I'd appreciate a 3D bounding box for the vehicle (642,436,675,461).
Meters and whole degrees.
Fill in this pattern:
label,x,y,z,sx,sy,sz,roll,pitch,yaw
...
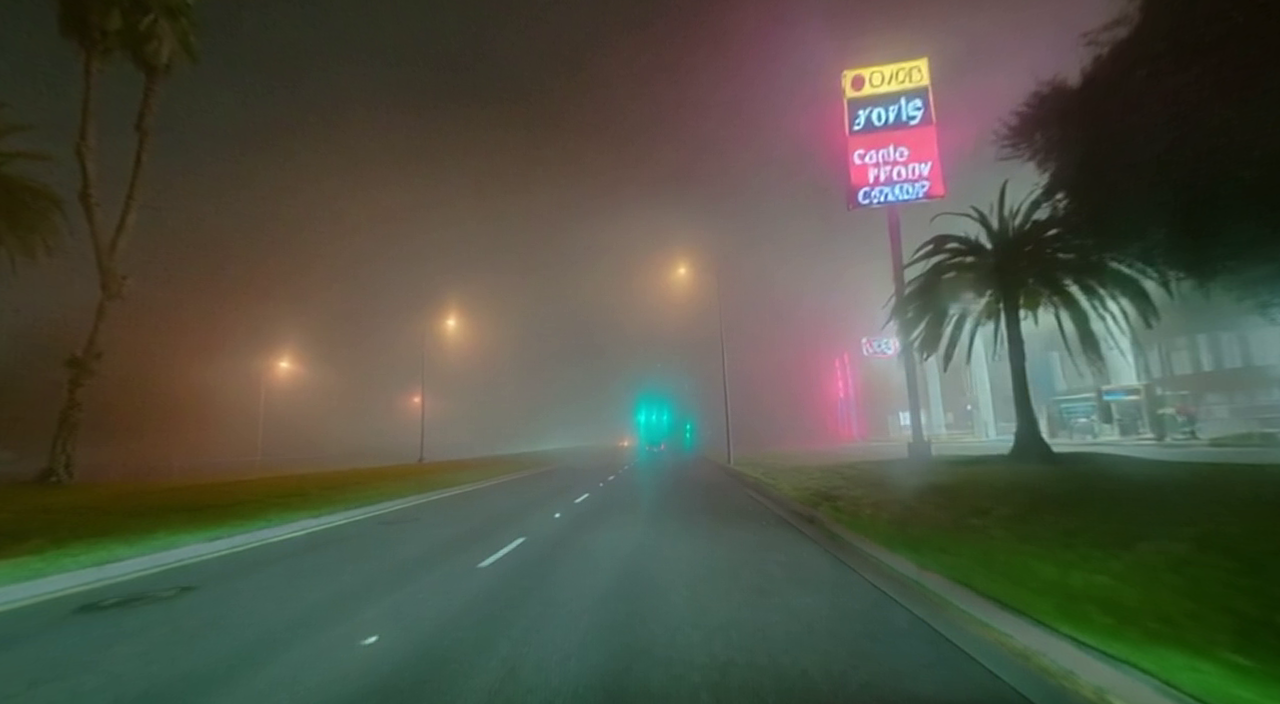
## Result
label,x,y,z,sx,sy,sz,roll,pitch,yaw
vehicle,1.229,6.247,40.963,2.050,1.509,4.148,0,-8,2
